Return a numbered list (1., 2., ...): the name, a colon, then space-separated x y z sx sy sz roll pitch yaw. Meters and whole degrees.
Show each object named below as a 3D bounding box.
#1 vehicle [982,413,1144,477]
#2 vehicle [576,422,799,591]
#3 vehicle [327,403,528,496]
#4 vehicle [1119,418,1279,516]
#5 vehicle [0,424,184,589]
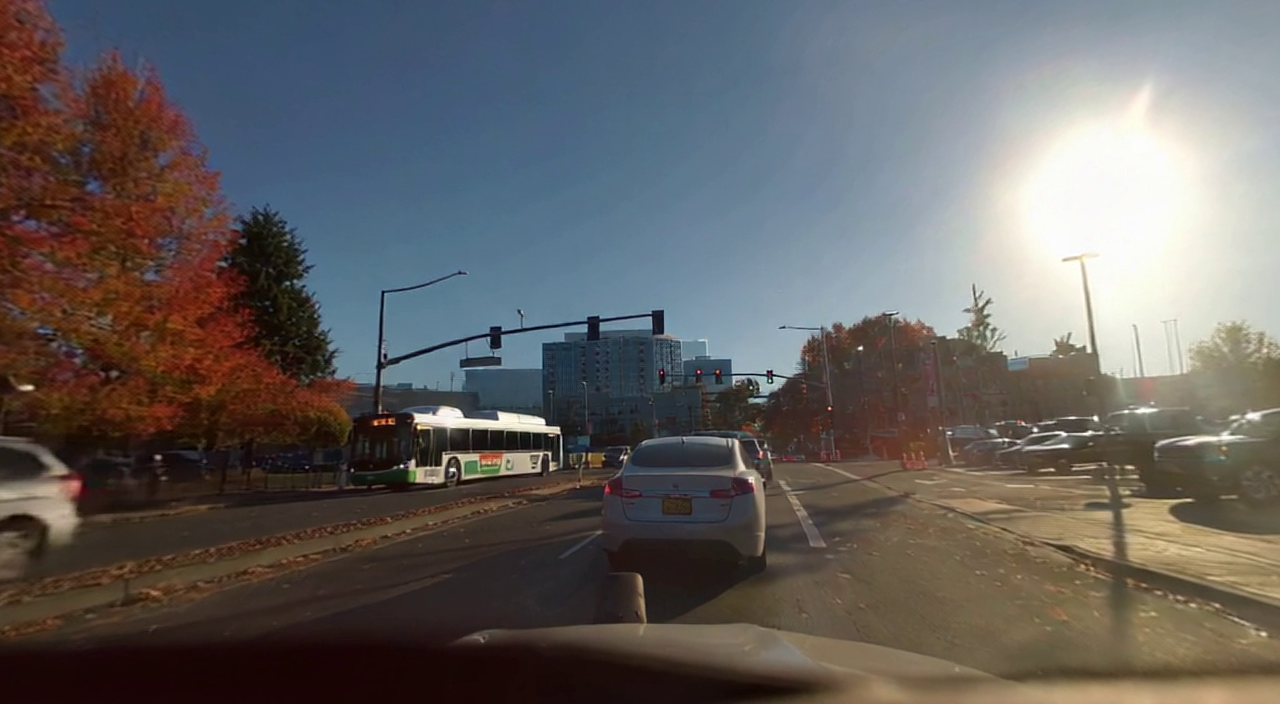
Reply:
1. vehicle: 13.671 3.045 20.527 3.693 1.671 2.014 -7 -9 12
2. vehicle: 0.822 1.747 7.927 2.092 1.507 4.078 -2 -9 12
3. vehicle: -8.534 4.319 27.824 3.189 3.205 11.526 -2 -9 10
4. vehicle: 11.502 1.833 10.527 4.894 1.451 2.089 -5 -10 11
5. vehicle: -8.010 1.610 6.416 2.147 1.741 5.239 -2 -9 10
